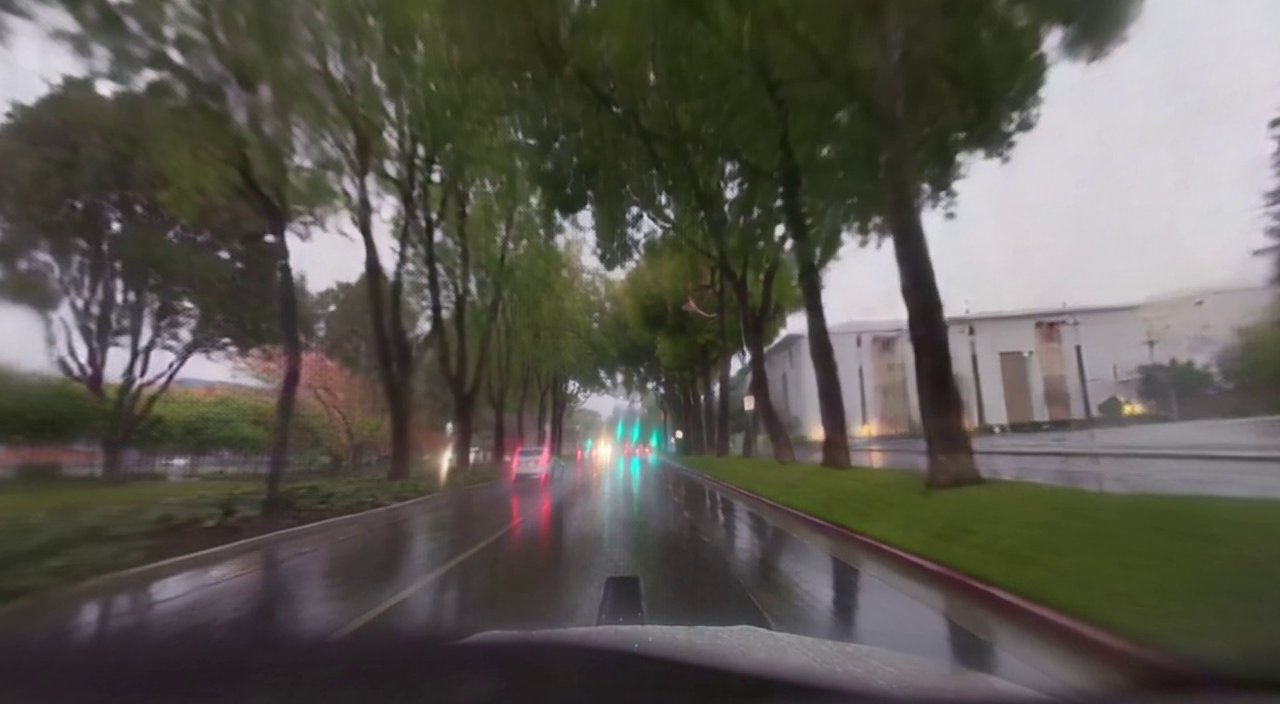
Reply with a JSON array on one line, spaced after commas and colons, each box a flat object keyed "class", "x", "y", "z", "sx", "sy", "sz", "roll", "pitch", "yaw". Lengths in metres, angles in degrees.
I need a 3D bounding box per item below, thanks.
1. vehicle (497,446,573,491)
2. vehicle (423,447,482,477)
[{"class": "vehicle", "x": -3.632, "y": 4.078, "z": 22.535, "sx": 1.932, "sy": 1.431, "sz": 4.144, "roll": 0, "pitch": -9, "yaw": 1}, {"class": "vehicle", "x": -11.882, "y": 6.978, "z": 40.446, "sx": 2.109, "sy": 1.729, "sz": 5.492, "roll": 0, "pitch": -9, "yaw": 0}]
